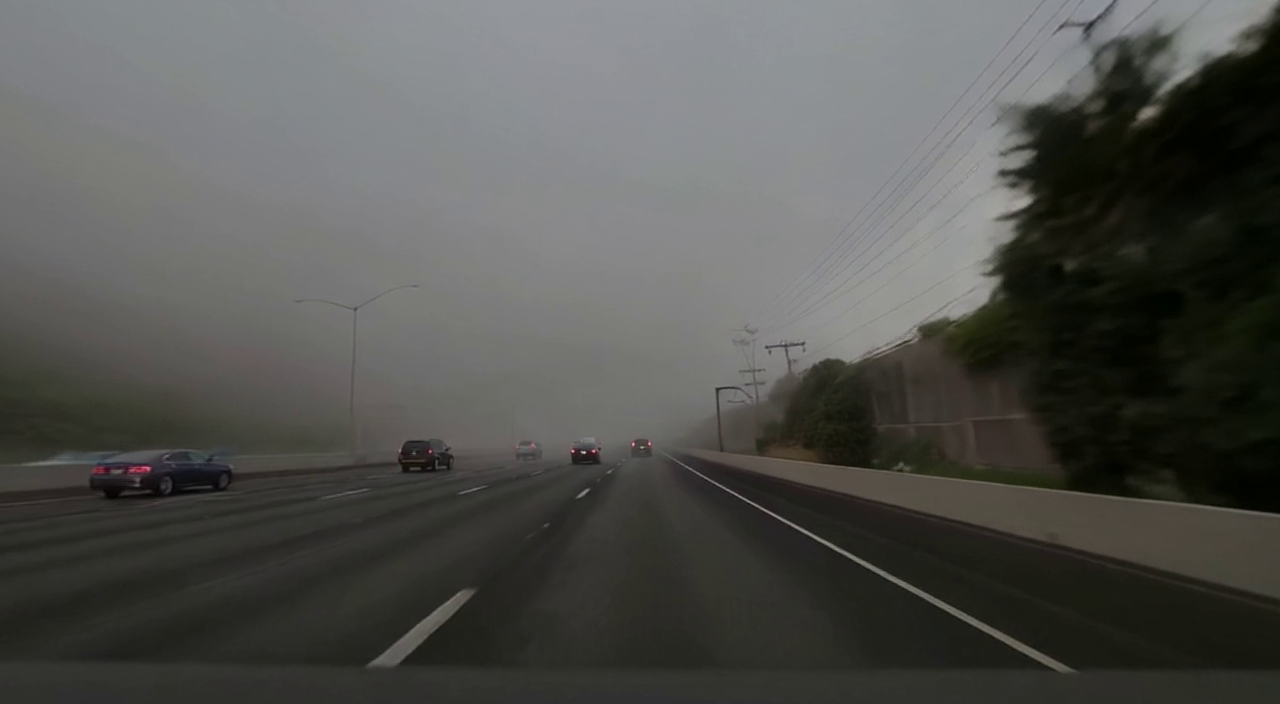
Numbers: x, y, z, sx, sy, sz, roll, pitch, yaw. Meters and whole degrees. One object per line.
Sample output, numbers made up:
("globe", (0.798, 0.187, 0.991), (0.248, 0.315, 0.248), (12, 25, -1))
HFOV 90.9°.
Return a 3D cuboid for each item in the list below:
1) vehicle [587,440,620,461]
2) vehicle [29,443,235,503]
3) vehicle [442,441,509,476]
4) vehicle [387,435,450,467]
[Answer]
("vehicle", (-2.631, 7.184, 46.079), (2.064, 1.446, 4.409), (0, -9, 1))
("vehicle", (-14.368, 3.414, 18.332), (1.885, 1.474, 4.849), (0, -8, 1))
("vehicle", (-7.464, 4.863, 29.004), (1.899, 1.472, 4.202), (0, -8, 1))
("vehicle", (-14.298, 6.422, 41.117), (2.172, 1.946, 5.017), (0, -9, 1))
